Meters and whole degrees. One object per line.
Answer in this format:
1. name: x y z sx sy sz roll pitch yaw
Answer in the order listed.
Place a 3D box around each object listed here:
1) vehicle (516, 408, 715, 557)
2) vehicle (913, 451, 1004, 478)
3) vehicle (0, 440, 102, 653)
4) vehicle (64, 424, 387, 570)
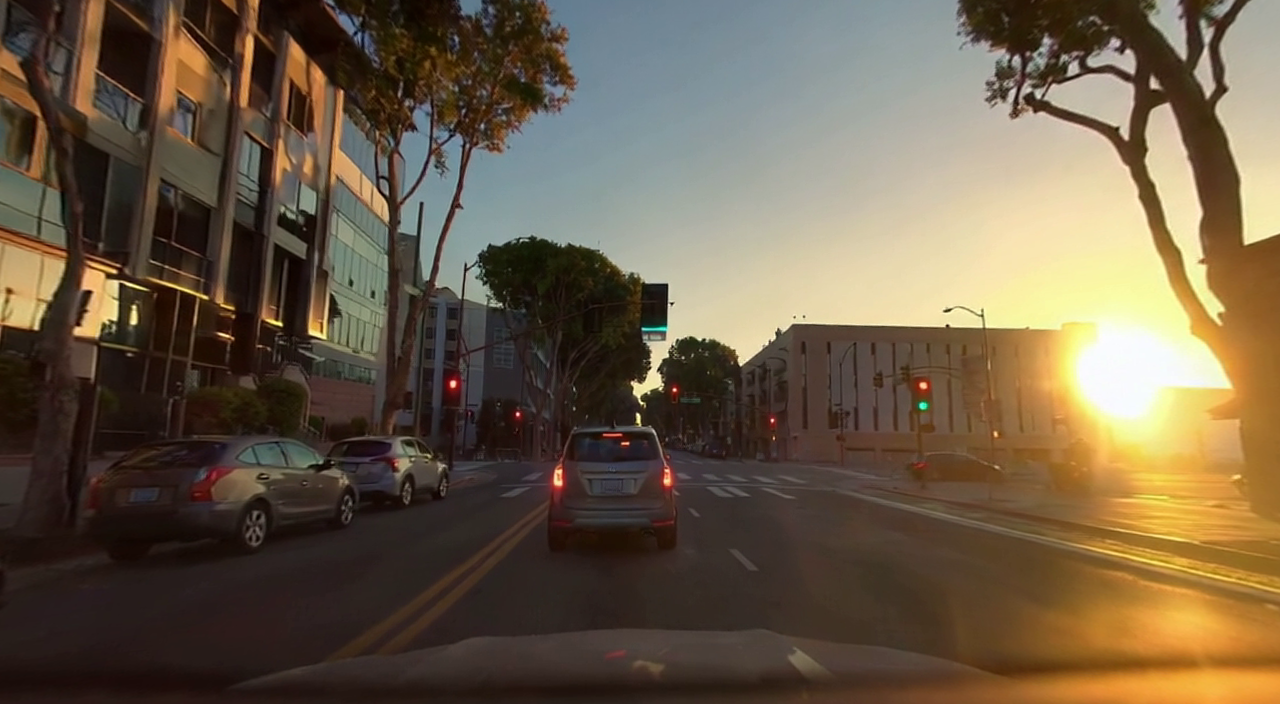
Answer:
1. vehicle: -0.257 1.791 9.238 2.258 1.687 3.934 0 -9 1
2. vehicle: 19.654 6.961 39.123 4.638 1.555 1.824 0 -9 -2
3. vehicle: -5.553 1.150 3.014 1.841 1.466 4.364 -1 -9 6
4. vehicle: -5.766 2.038 9.700 1.904 1.684 4.529 0 -9 -1
